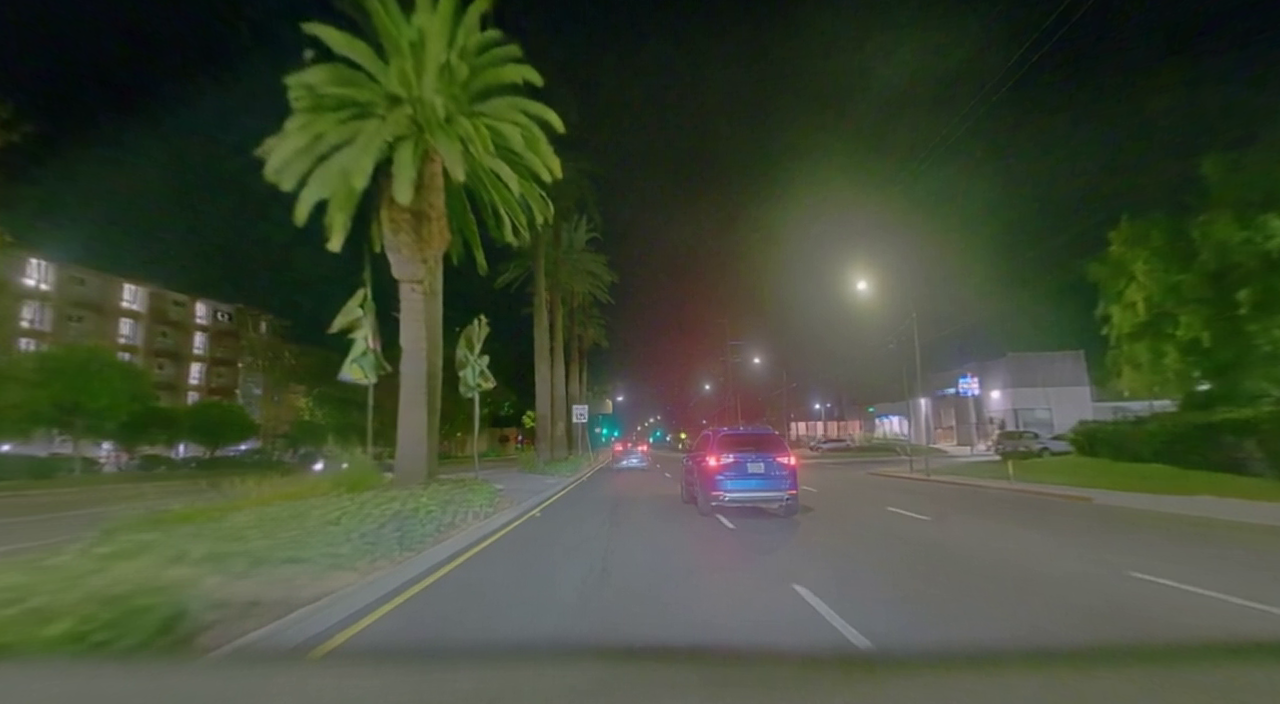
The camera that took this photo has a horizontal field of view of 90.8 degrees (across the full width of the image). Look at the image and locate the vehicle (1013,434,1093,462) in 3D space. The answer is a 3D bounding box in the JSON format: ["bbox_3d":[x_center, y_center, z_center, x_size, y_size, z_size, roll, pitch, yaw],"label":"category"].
[{"bbox_3d":[23.957,5.601,36.803,2.004,1.519,3.714,0,-8,-3],"label":"vehicle"}]

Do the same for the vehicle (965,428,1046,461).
[{"bbox_3d":[21.168,5.404,36.860,1.894,1.784,4.571,-1,-8,-1],"label":"vehicle"}]

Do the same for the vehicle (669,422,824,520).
[{"bbox_3d":[1.959,2.391,13.217,2.239,1.693,4.301,0,-8,-4],"label":"vehicle"}]

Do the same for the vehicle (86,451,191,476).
[{"bbox_3d":[-32.116,7.133,40.536,4.903,1.451,2.031,0,-8,-2],"label":"vehicle"}]

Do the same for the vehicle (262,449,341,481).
[{"bbox_3d":[-19.799,6.618,37.219,2.029,1.723,4.639,0,-8,1],"label":"vehicle"}]

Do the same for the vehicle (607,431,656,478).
[{"bbox_3d":[-0.350,4.388,27.318,1.981,1.854,3.983,0,-8,0],"label":"vehicle"}]
